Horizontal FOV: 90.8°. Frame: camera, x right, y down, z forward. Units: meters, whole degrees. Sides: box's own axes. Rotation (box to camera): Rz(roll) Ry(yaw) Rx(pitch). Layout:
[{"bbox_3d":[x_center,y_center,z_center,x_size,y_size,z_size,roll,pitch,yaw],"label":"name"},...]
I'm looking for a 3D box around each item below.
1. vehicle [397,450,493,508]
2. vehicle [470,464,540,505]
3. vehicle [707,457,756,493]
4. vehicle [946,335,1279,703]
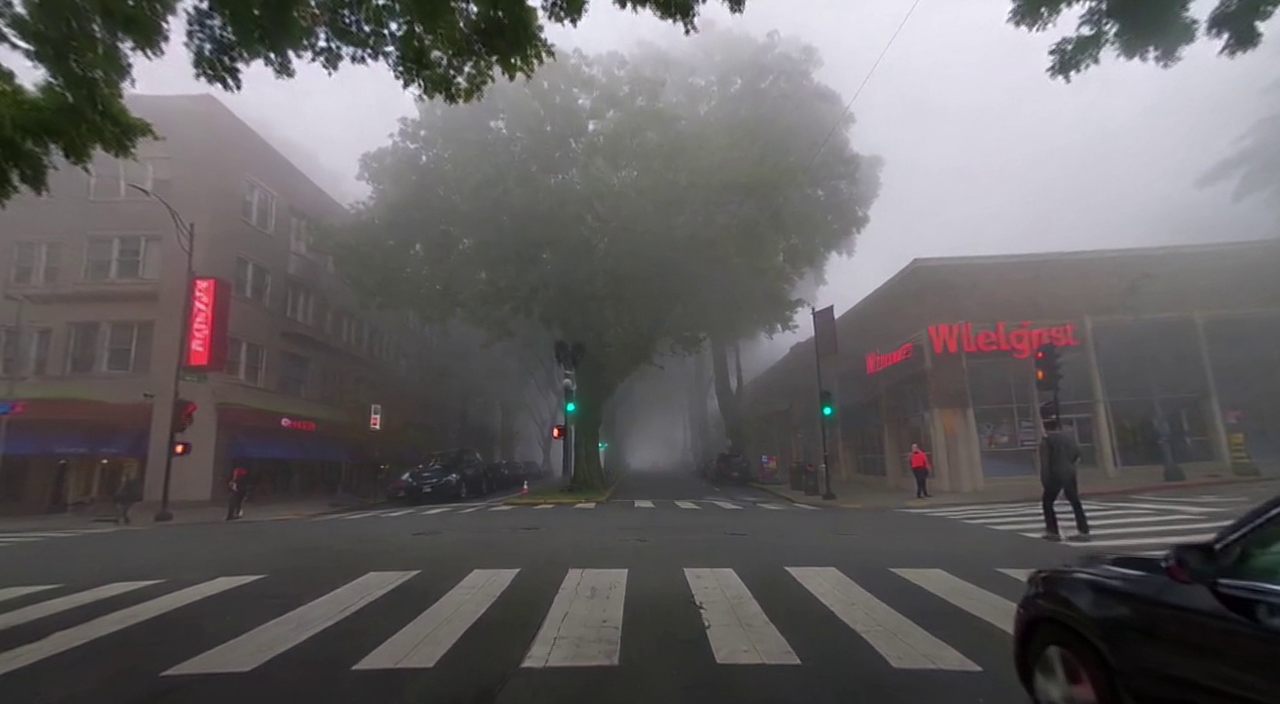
[{"bbox_3d":[-8.791,5.718,29.202,2.489,2.323,5.843,0,-8,0],"label":"vehicle"},{"bbox_3d":[-5.749,5.693,27.466,1.983,1.438,4.559,0,-8,1],"label":"vehicle"},{"bbox_3d":[5.205,7.048,36.586,2.010,1.844,4.386,0,-8,-2],"label":"vehicle"},{"bbox_3d":[2.730,0.861,2.287,1.822,1.654,2.794,0,-8,1],"label":"vehicle"}]
